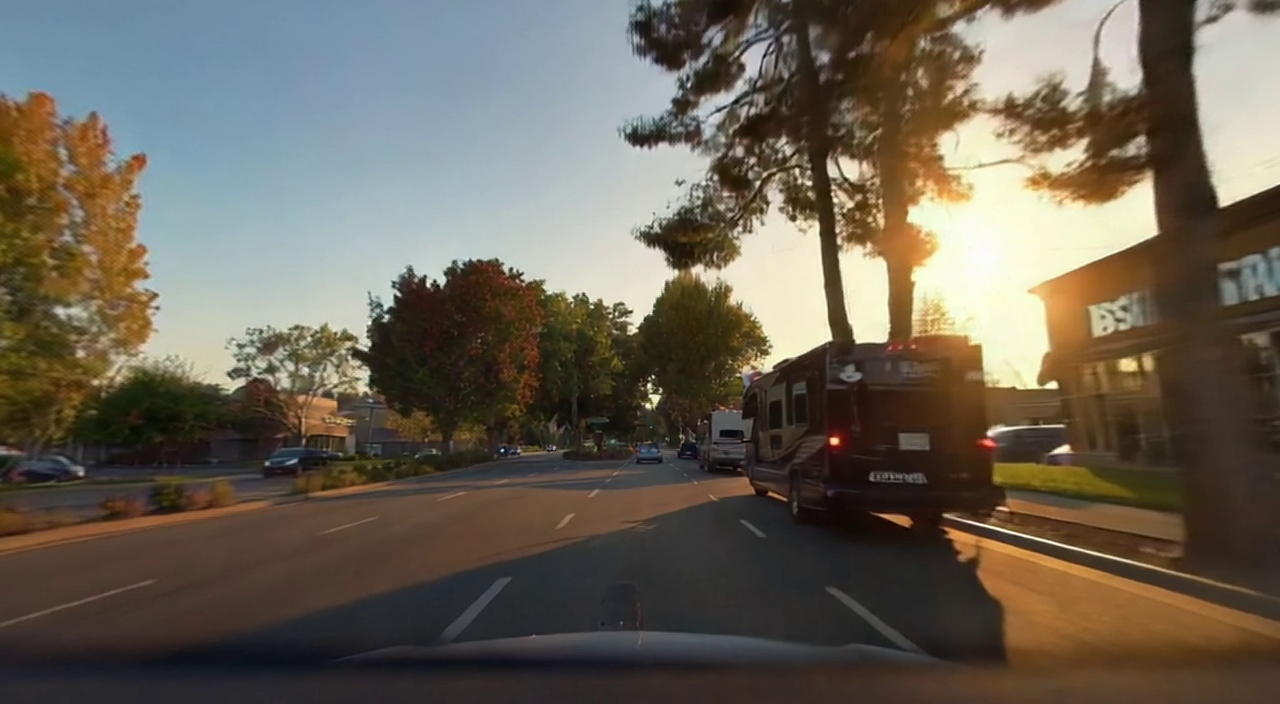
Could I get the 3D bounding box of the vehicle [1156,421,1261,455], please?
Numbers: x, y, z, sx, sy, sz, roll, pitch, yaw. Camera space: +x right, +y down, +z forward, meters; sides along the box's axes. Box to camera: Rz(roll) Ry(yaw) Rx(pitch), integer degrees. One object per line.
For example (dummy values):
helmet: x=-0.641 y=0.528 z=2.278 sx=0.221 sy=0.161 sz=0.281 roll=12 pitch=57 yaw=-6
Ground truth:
vehicle: x=26.163 y=3.960 z=29.059 sx=4.362 sy=1.481 sz=1.766 roll=3 pitch=-9 yaw=-23

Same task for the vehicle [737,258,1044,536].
vehicle: x=4.111 y=1.194 z=13.094 sx=2.896 sy=3.921 sz=8.415 roll=0 pitch=-9 yaw=1

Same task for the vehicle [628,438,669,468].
vehicle: x=0.430 y=5.527 z=34.841 sx=2.103 sy=1.506 sz=4.742 roll=0 pitch=-8 yaw=0

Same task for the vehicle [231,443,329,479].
vehicle: x=-17.335 y=5.253 z=30.719 sx=2.067 sy=1.578 sz=4.457 roll=0 pitch=-9 yaw=1

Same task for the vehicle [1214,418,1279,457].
vehicle: x=25.987 y=3.537 z=26.007 sx=4.328 sy=1.475 sz=1.918 roll=4 pitch=-10 yaw=-27

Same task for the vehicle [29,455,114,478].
vehicle: x=-39.314 y=7.918 z=43.845 sx=1.756 sy=1.470 sz=4.454 roll=0 pitch=-9 yaw=-1

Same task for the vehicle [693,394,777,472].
vehicle: x=4.321 y=4.032 z=30.592 sx=2.924 sy=3.250 sz=7.780 roll=-1 pitch=-9 yaw=1
